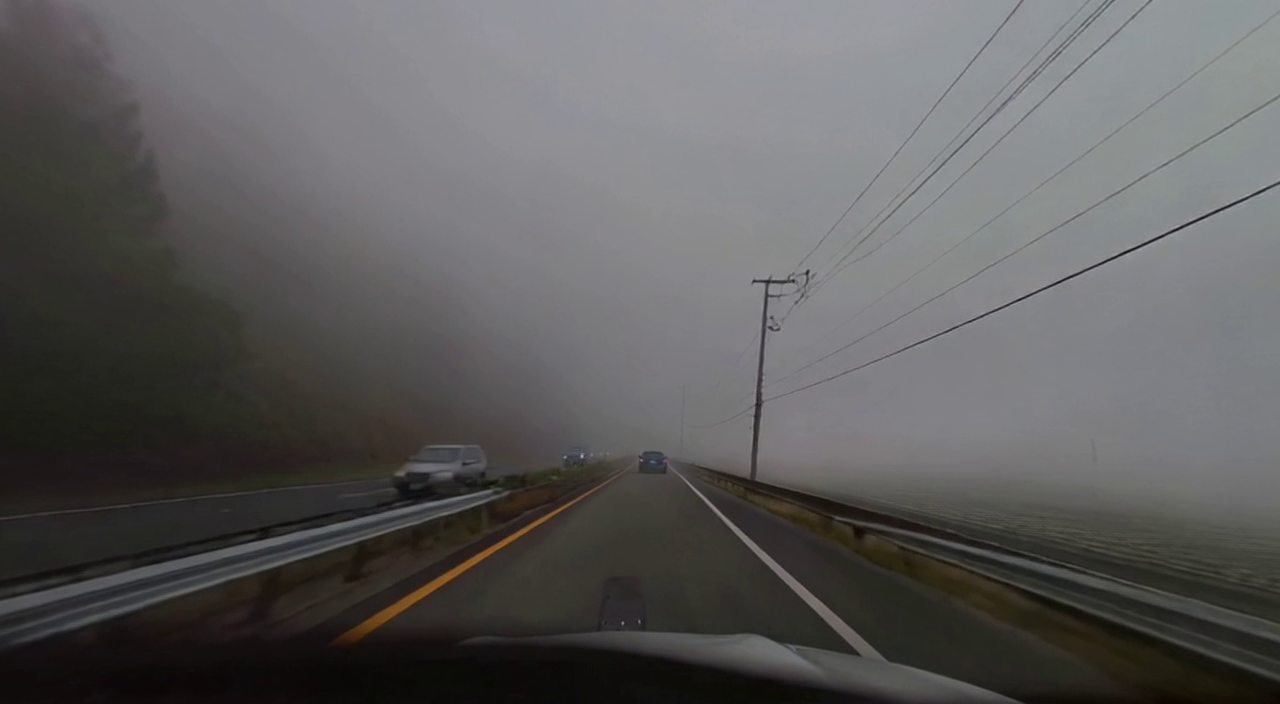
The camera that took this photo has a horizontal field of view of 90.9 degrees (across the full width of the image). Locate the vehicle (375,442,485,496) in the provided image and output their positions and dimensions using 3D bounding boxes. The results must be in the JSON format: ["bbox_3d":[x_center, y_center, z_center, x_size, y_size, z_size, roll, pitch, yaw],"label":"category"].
[{"bbox_3d":[-6.519,3.699,20.174,1.900,1.515,4.379,0,-9,1],"label":"vehicle"}]

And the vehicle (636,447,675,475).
[{"bbox_3d":[0.866,6.181,35.790,2.080,1.486,3.813,0,-9,1],"label":"vehicle"}]
